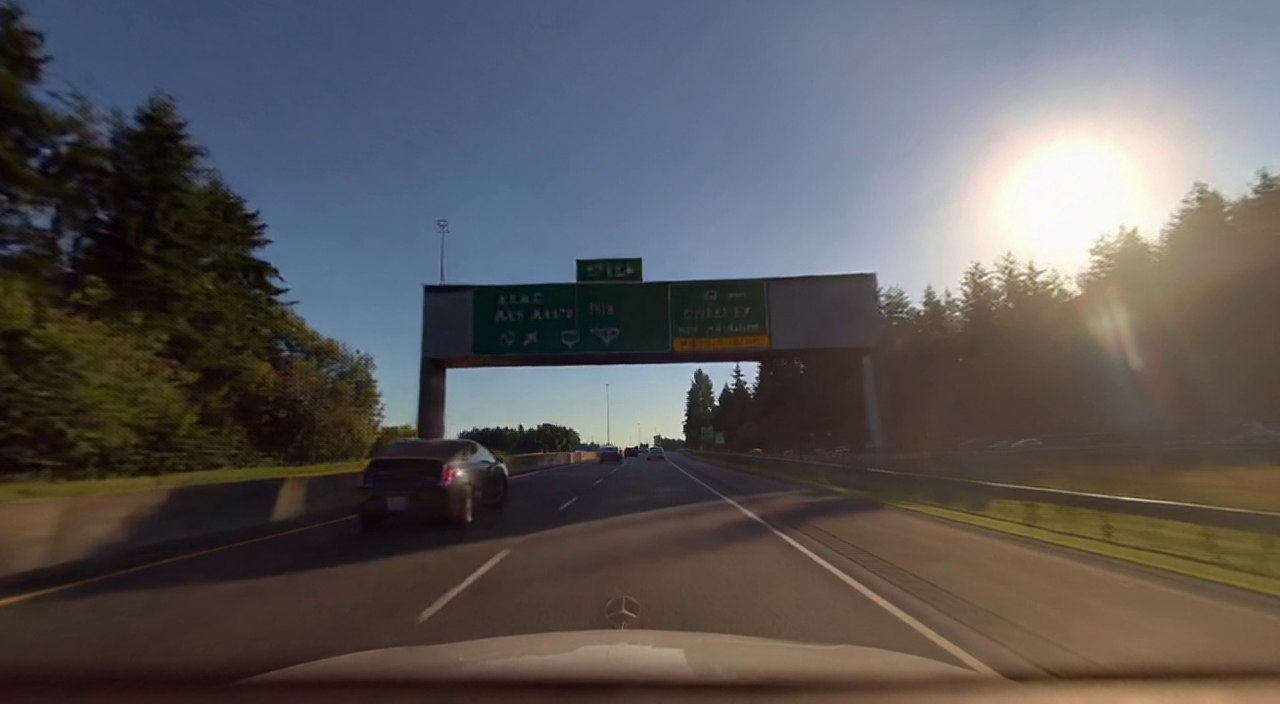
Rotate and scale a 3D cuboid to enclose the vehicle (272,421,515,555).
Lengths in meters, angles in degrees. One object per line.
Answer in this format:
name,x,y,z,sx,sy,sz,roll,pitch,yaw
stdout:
vehicle,-3.486,2.007,10.001,2.037,1.638,4.274,0,-9,1
